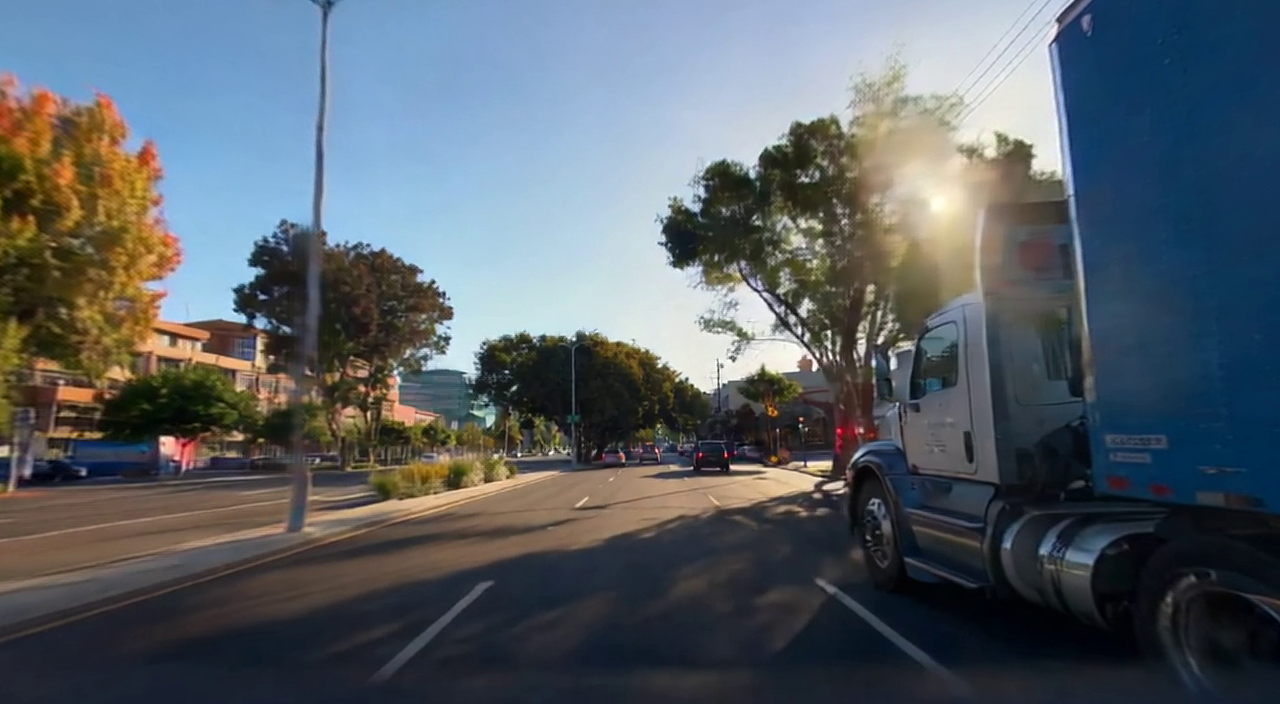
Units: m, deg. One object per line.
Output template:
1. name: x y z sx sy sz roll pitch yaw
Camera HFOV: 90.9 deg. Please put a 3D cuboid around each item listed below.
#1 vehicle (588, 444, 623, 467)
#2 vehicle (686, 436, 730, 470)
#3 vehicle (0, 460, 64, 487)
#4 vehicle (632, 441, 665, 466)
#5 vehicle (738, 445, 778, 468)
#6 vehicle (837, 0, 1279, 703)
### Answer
1. vehicle: -2.521 7.700 47.108 2.211 1.537 4.666 0 -8 2
2. vehicle: 4.082 6.144 38.480 2.196 1.908 4.412 0 -8 0
3. vehicle: -37.660 7.245 37.817 1.886 1.437 4.572 0 -8 0
4. vehicle: 0.591 7.305 45.449 2.276 1.704 3.925 0 -8 1
5. vehicle: 8.317 7.369 44.674 2.006 1.484 4.289 0 -8 0
6. vehicle: 3.584 -0.222 2.725 3.006 3.679 8.506 -1 -8 3
